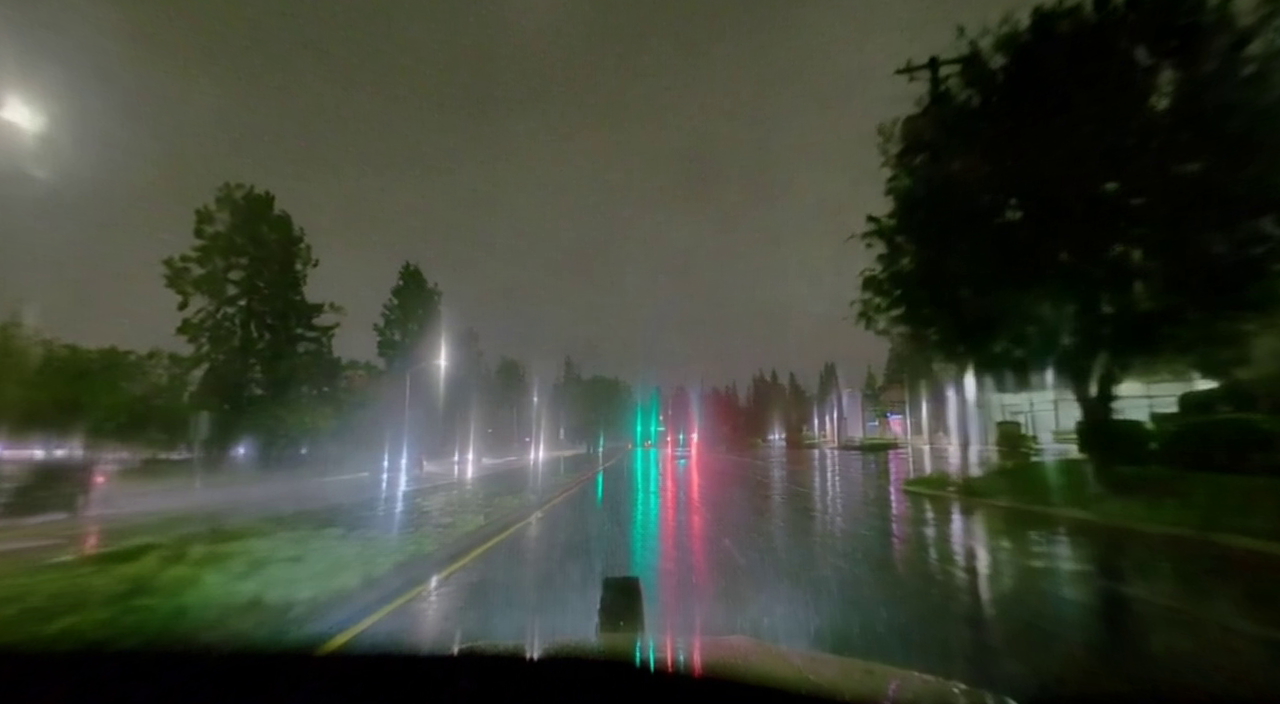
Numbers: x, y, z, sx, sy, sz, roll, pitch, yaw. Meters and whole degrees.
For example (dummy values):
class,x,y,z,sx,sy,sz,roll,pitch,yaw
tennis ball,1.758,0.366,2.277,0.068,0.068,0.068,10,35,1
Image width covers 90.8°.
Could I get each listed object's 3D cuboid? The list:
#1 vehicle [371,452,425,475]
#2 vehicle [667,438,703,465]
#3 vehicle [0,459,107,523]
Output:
class,x,y,z,sx,sy,sz,roll,pitch,yaw
vehicle,-16.867,7.753,44.304,1.908,1.445,4.730,0,-8,1
vehicle,3.143,7.105,45.364,2.085,1.828,5.383,0,-8,-1
vehicle,-16.971,3.593,16.377,1.973,1.536,4.871,0,-8,1
